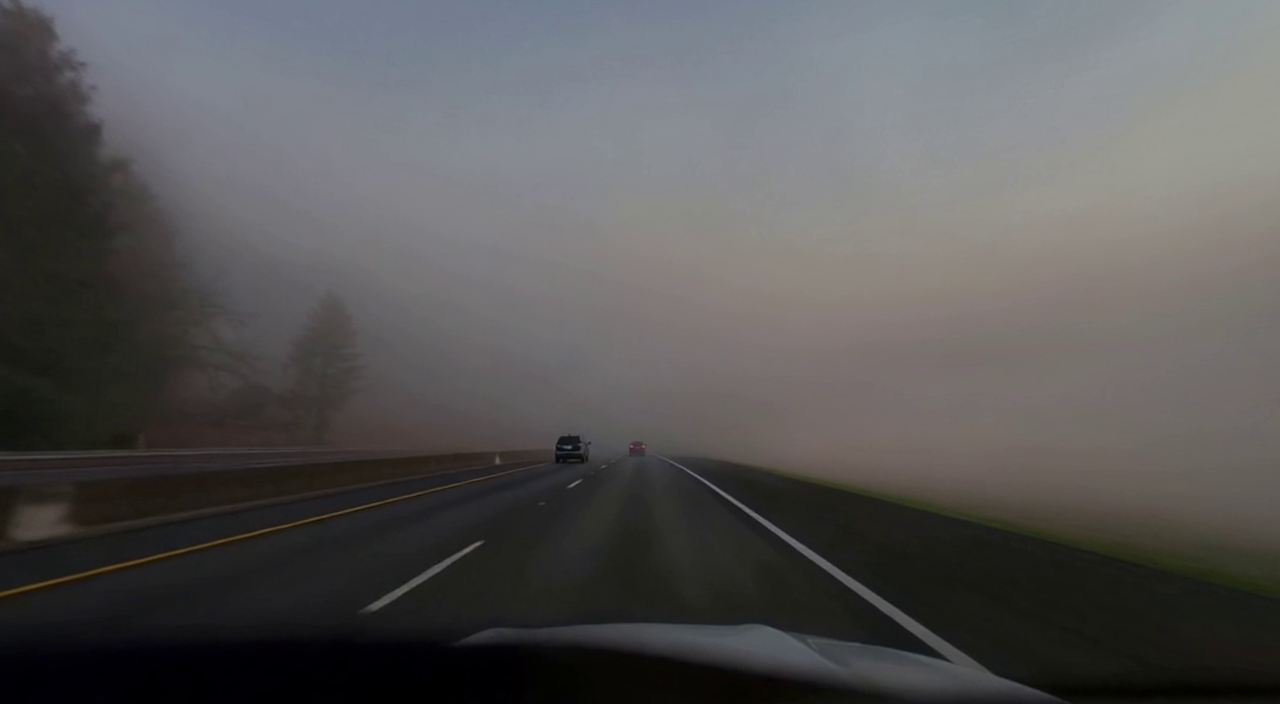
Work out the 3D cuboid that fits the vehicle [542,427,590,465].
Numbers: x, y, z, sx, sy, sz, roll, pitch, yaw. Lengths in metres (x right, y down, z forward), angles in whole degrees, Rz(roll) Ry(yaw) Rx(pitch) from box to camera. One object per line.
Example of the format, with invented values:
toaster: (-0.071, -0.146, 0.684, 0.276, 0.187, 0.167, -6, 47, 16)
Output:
vehicle: (-4.197, 5.457, 36.675, 2.241, 2.034, 4.890, 0, -8, 0)
